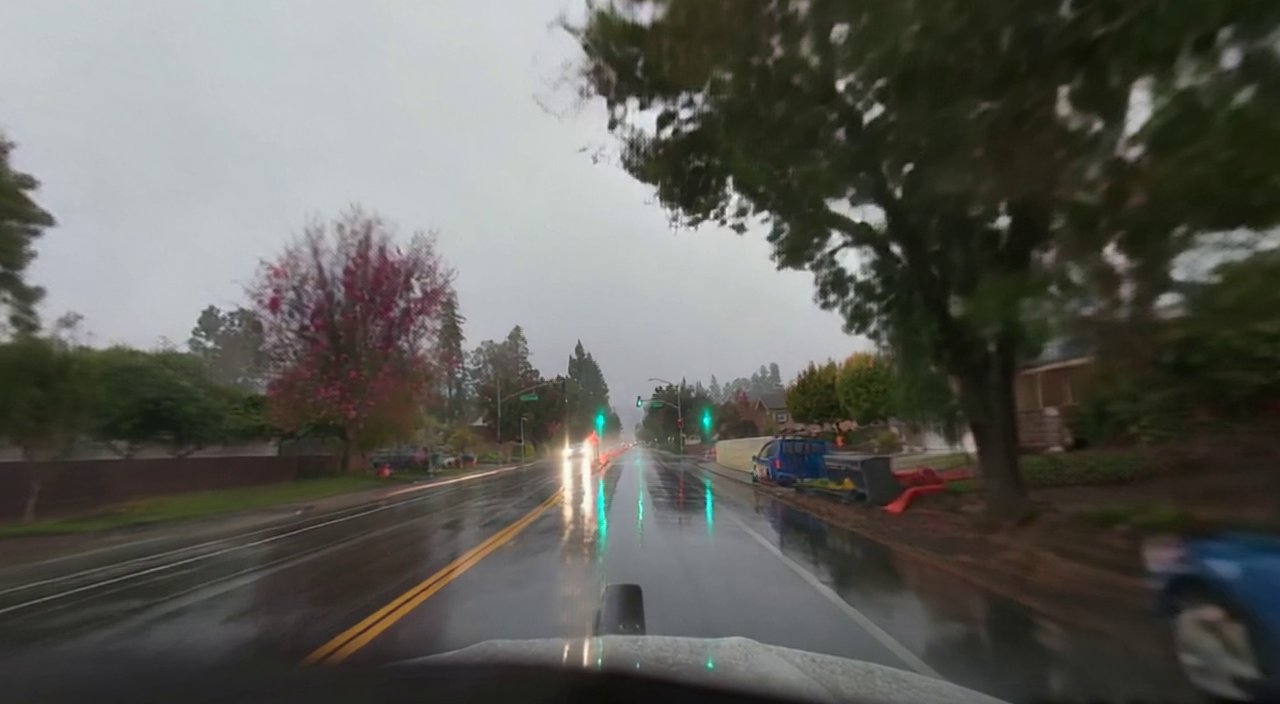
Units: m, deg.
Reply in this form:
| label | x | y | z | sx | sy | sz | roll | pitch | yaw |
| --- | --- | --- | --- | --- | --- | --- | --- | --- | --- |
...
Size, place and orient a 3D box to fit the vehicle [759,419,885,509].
| label | x | y | z | sx | sy | sz | roll | pitch | yaw |
| --- | --- | --- | --- | --- | --- | --- | --- | --- | --- |
| vehicle | 4.255 | 2.680 | 15.377 | 2.241 | 1.935 | 3.270 | -1 | -9 | 4 |

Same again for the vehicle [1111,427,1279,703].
| label | x | y | z | sx | sy | sz | roll | pitch | yaw |
| --- | --- | --- | --- | --- | --- | --- | --- | --- | --- |
| vehicle | 3.925 | 0.887 | 1.727 | 1.870 | 1.441 | 4.539 | -1 | -9 | 2 |
